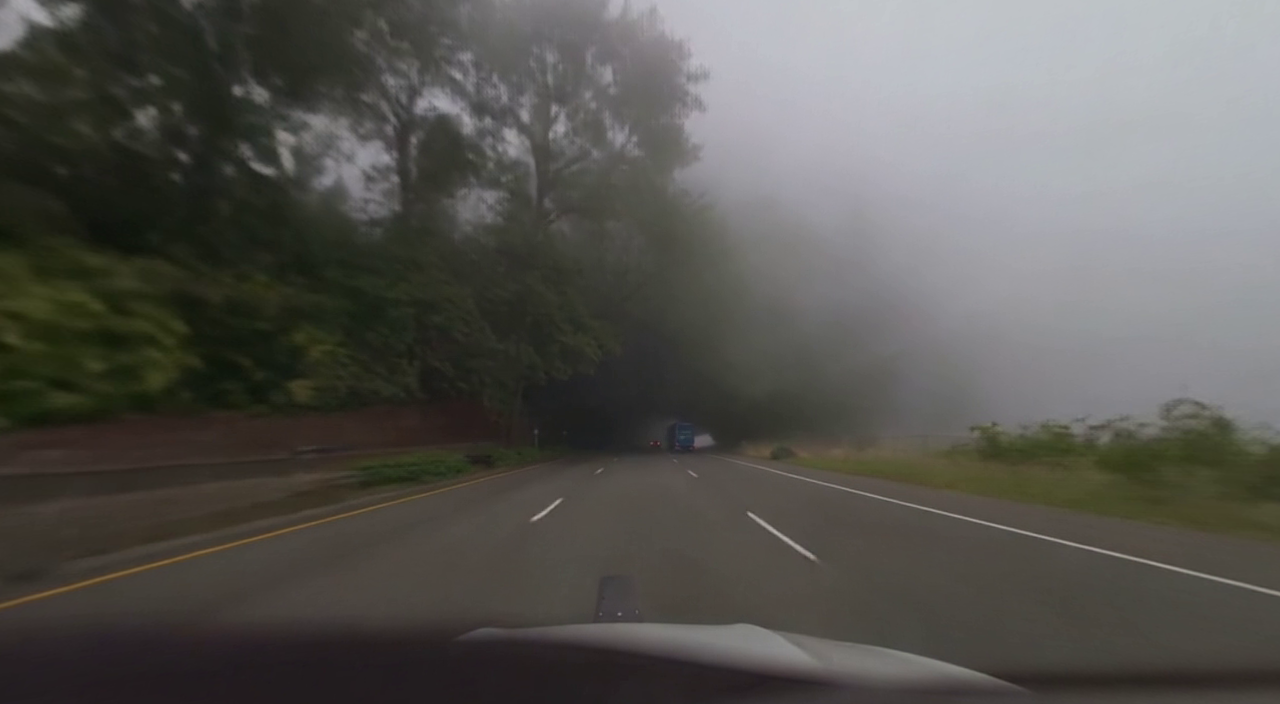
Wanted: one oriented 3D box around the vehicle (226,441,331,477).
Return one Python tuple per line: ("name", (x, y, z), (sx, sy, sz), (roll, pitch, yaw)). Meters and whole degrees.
("vehicle", (-16.694, 4.914, 29.400), (2.073, 1.476, 4.777), (0, -8, 0))
